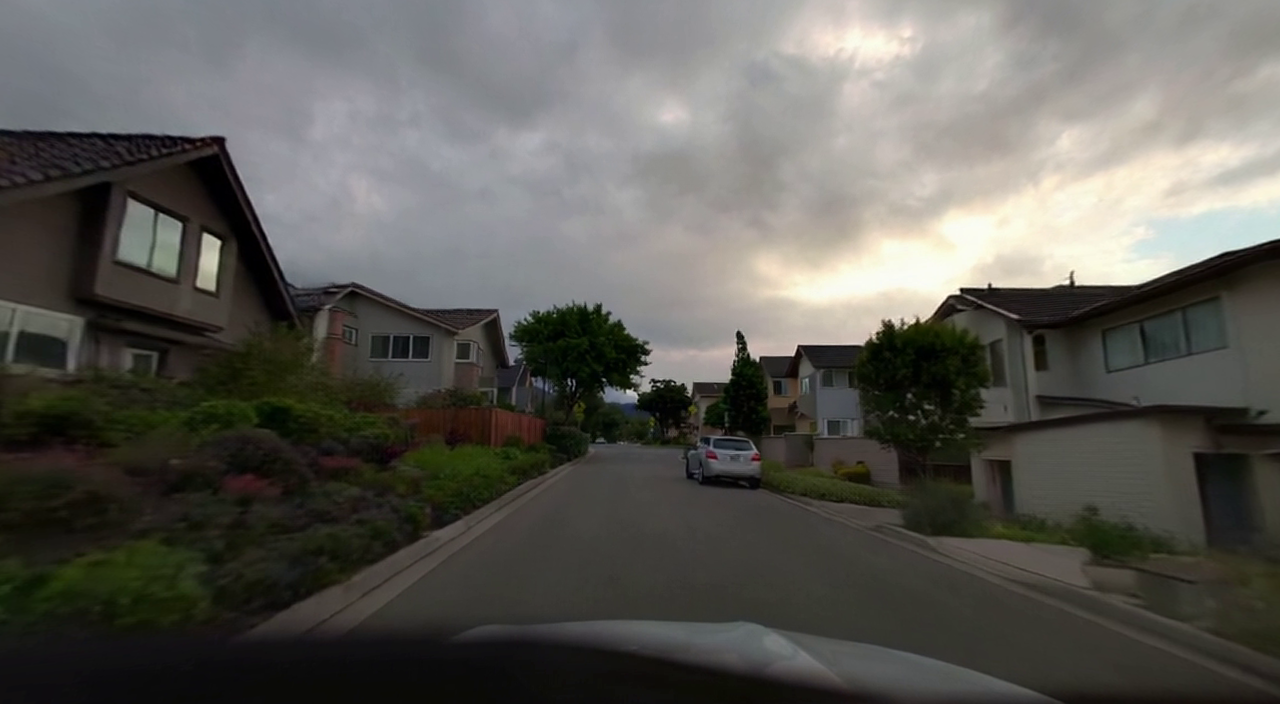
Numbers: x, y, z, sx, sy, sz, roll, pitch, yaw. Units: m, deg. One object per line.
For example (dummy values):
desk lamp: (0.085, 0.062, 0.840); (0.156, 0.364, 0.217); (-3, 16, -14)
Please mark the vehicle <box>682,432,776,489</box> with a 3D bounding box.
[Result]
vehicle: (2.512, 3.155, 18.779); (1.955, 1.498, 4.046); (0, -8, -4)
